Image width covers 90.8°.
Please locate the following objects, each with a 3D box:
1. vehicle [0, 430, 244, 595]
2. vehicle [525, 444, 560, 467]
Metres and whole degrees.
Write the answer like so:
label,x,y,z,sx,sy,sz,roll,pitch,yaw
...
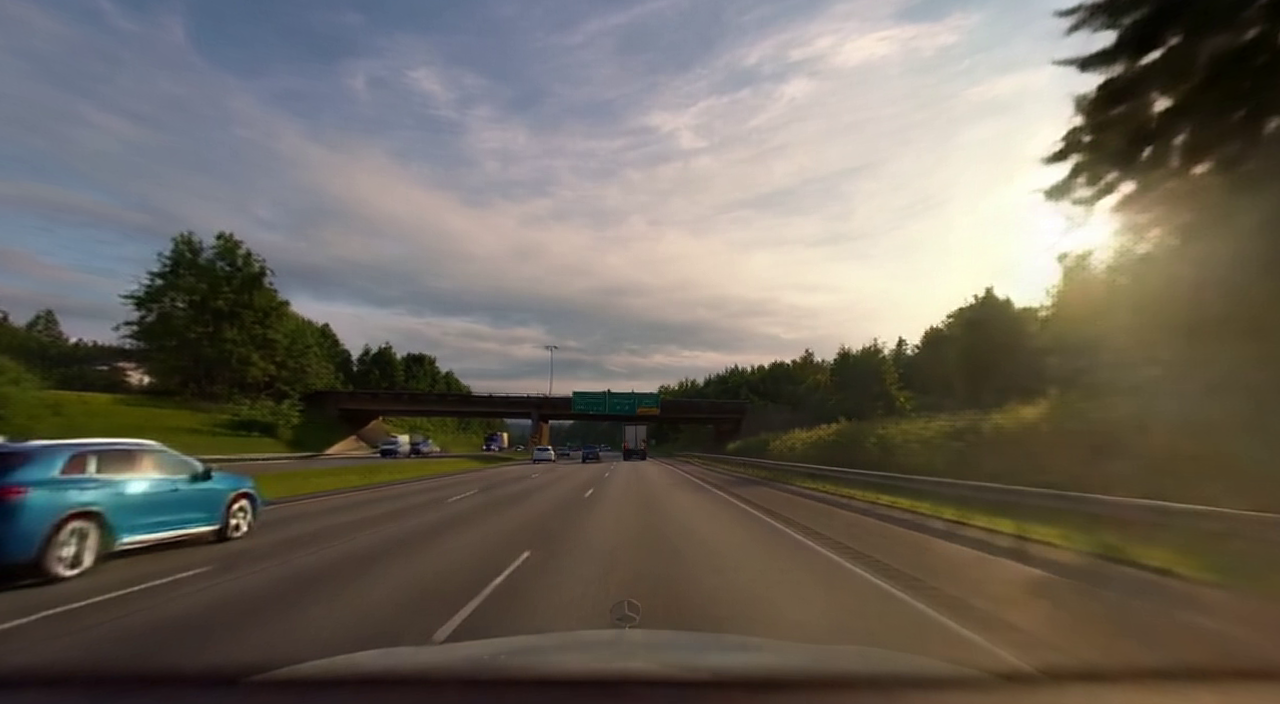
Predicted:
label,x,y,z,sx,sy,sz,roll,pitch,yaw
vehicle,-6.847,1.640,6.876,2.038,1.489,4.603,0,-9,0
vehicle,-7.431,7.915,48.484,2.014,1.633,4.090,0,-9,-1
